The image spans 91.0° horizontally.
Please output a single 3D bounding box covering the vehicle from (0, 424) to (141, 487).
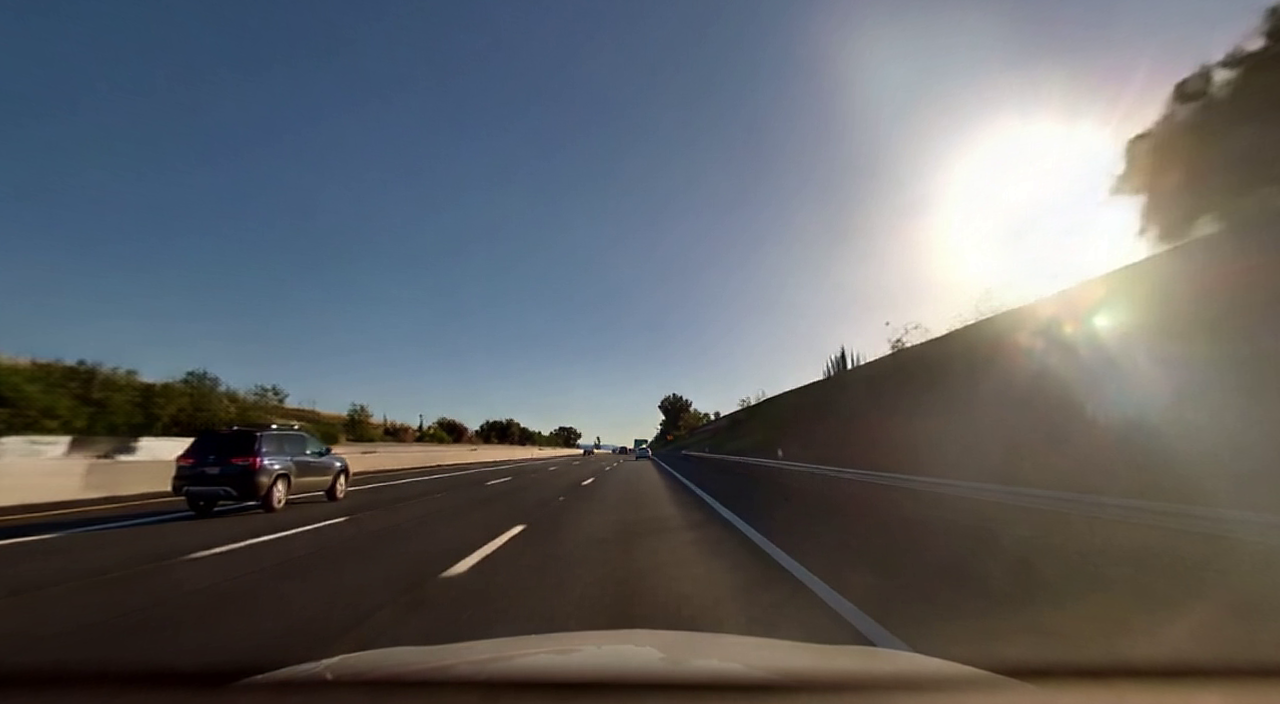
[{"bbox_3d":[-36.393,6.340,38.888,3.035,3.387,9.747,0,-9,0],"label":"vehicle"}]

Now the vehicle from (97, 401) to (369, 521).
[{"bbox_3d":[-7.763,2.158,12.864,2.163,1.947,4.959,0,-8,0],"label":"vehicle"}]
